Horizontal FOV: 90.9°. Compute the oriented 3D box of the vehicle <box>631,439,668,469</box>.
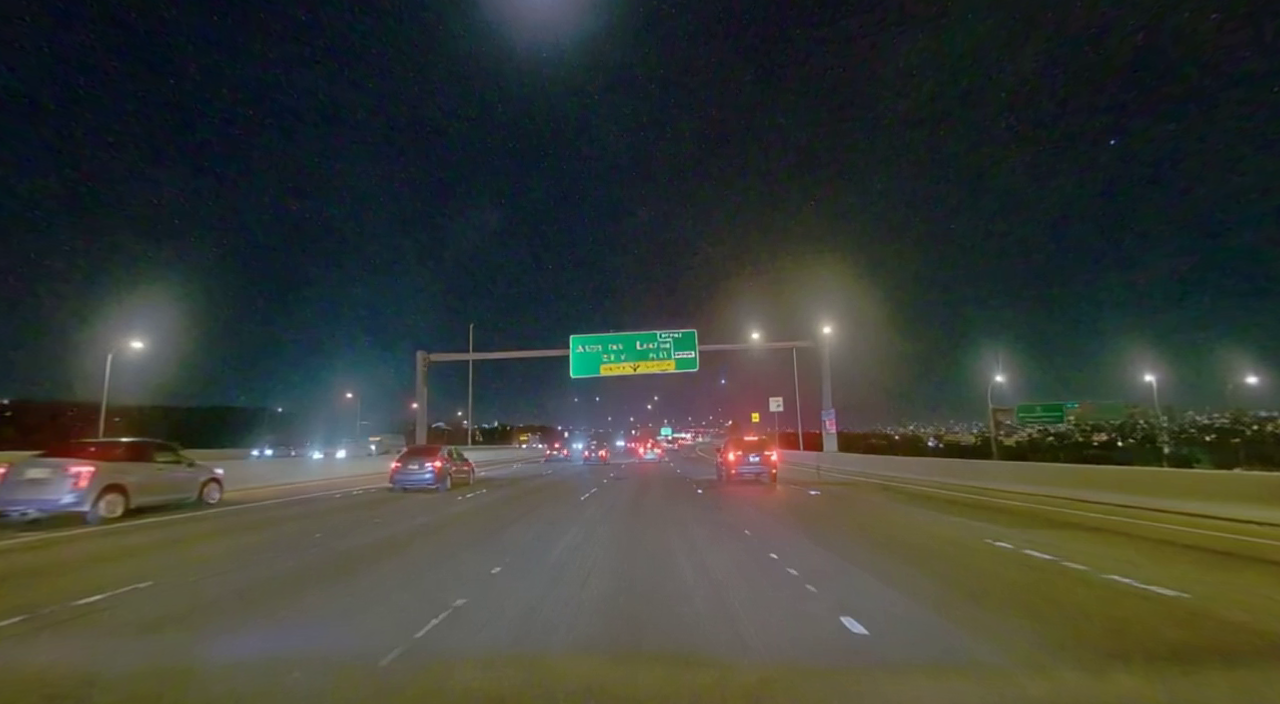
[{"bbox_3d":[0.580,6.197,38.508,2.133,1.739,3.925,0,-8,1],"label":"vehicle"}]

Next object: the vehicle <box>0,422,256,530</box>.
[{"bbox_3d":[-11.130,2.537,13.604,2.292,1.848,5.285,0,-8,0],"label":"vehicle"}]

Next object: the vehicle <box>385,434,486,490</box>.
[{"bbox_3d":[-6.691,3.632,21.149,1.946,1.688,4.019,0,-8,1],"label":"vehicle"}]

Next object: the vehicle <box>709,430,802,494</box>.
[{"bbox_3d":[3.590,3.505,20.547,2.083,1.823,4.627,0,-8,-1],"label":"vehicle"}]

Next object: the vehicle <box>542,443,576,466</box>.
[{"bbox_3d":[-6.084,7.721,47.766,1.992,1.604,3.966,0,-8,1],"label":"vehicle"}]

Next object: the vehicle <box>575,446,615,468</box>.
[{"bbox_3d":[-2.952,7.012,42.290,2.205,1.406,4.286,0,-8,2],"label":"vehicle"}]
